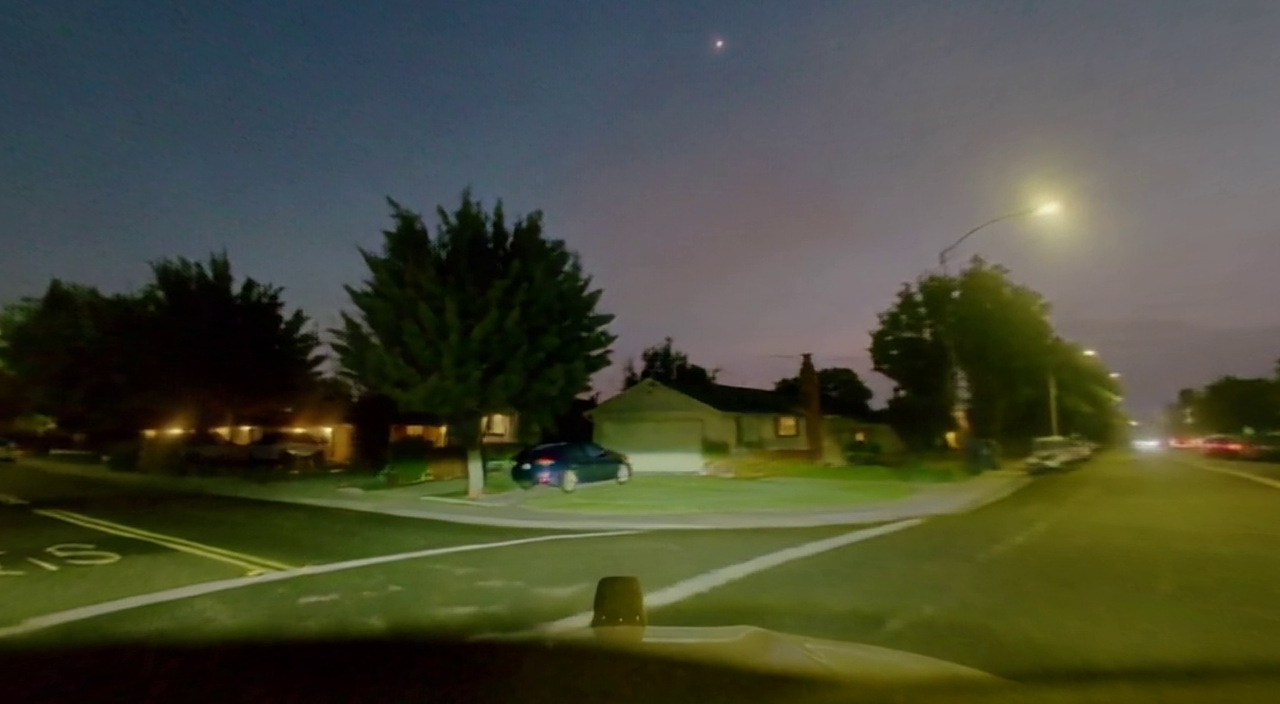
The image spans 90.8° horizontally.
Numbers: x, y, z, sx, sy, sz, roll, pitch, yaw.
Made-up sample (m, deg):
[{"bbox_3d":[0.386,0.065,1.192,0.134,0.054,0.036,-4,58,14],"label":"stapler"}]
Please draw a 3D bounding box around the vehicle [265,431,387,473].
[{"bbox_3d":[-13.554,4.331,27.493,1.978,1.666,4.230,-6,-11,37],"label":"vehicle"}]

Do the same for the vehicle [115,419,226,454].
[{"bbox_3d":[-28.344,5.123,38.317,2.181,1.911,4.861,-7,-10,36],"label":"vehicle"}]

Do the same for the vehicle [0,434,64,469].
[{"bbox_3d":[-28.767,4.558,29.161,4.698,1.506,2.009,-5,-10,34],"label":"vehicle"}]

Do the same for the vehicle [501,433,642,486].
[{"bbox_3d":[-2.064,3.425,20.428,1.917,1.499,4.569,-6,-10,36],"label":"vehicle"}]

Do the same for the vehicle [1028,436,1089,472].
[{"bbox_3d":[19.475,4.704,29.310,2.075,1.551,4.074,-6,-10,35],"label":"vehicle"}]

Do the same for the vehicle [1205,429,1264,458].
[{"bbox_3d":[36.439,5.626,38.814,2.116,1.711,4.155,-6,-10,37],"label":"vehicle"}]
